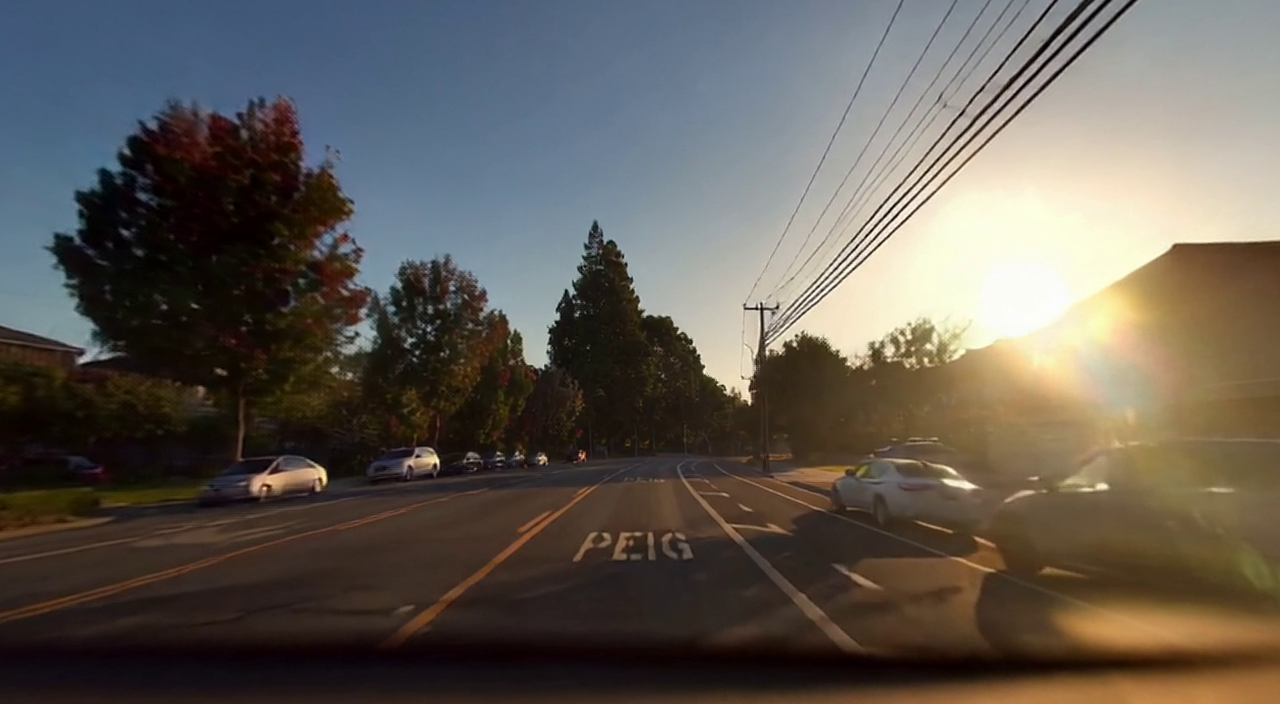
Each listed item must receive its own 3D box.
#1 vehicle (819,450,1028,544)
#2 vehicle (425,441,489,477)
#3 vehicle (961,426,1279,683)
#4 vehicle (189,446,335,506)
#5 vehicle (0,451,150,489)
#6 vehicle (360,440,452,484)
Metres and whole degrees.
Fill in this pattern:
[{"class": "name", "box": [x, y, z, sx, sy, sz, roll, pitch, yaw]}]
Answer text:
[{"class": "vehicle", "box": [5.148, 2.654, 12.287, 1.959, 1.439, 4.532, 0, -9, 0]}, {"class": "vehicle", "box": [-11.166, 6.577, 38.800, 2.114, 1.925, 5.449, -3, -9, 2]}, {"class": "vehicle", "box": [5.176, 1.537, 5.537, 2.009, 1.649, 5.156, 0, -9, 0]}, {"class": "vehicle", "box": [-12.003, 3.968, 20.443, 1.907, 1.612, 4.594, -3, -10, 0]}, {"class": "vehicle", "box": [-23.160, 4.807, 25.834, 4.326, 1.468, 2.025, 0, -9, 1]}, {"class": "vehicle", "box": [-11.527, 5.485, 31.541, 2.225, 1.887, 5.672, -3, -9, 3]}]
